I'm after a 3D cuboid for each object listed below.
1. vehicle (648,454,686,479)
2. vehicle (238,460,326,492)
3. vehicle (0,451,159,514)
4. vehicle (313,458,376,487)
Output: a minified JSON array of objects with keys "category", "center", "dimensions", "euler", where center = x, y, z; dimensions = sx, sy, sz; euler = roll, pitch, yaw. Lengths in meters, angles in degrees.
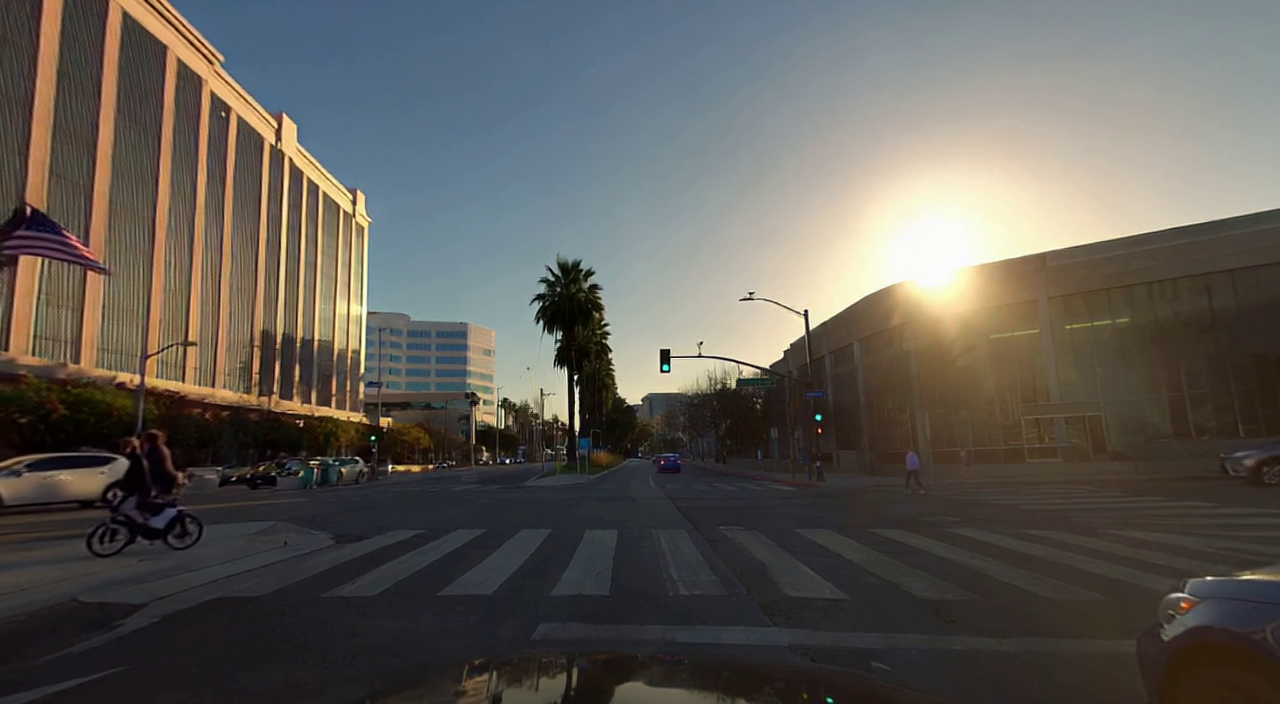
[{"category":"vehicle","center":[1.777,7.841,43.556],"dimensions":[2.000,1.525,4.273],"euler":[1,-8,-6]},{"category":"vehicle","center":[-19.933,6.910,35.466],"dimensions":[2.069,1.540,4.774],"euler":[0,-8,2]},{"category":"vehicle","center":[-16.474,3.598,17.719],"dimensions":[4.499,1.594,1.898],"euler":[5,-10,-33]},{"category":"vehicle","center":[-20.129,8.201,43.282],"dimensions":[2.043,1.745,4.420],"euler":[0,-8,1]}]
